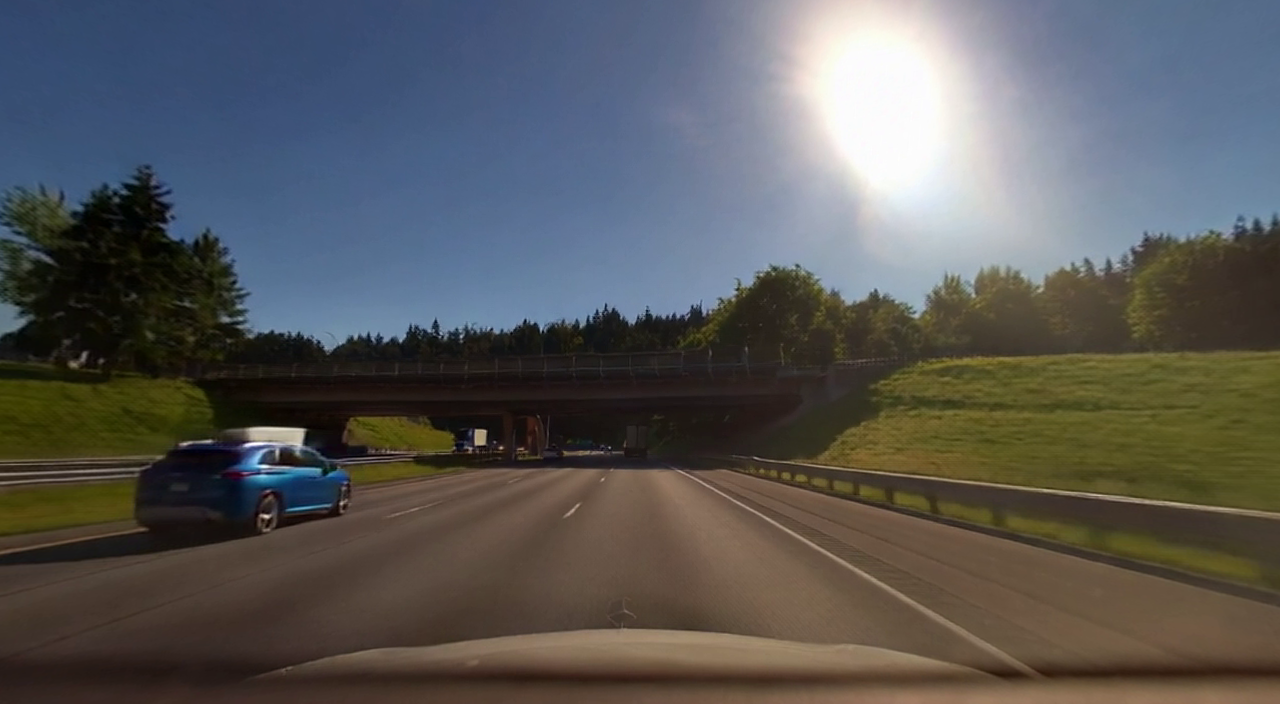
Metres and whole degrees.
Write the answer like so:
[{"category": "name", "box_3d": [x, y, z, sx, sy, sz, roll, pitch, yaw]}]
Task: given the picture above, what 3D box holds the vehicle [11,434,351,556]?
[{"category": "vehicle", "box_3d": [-6.810, 2.144, 10.241, 2.038, 1.489, 4.603, 0, -9, 0]}]
